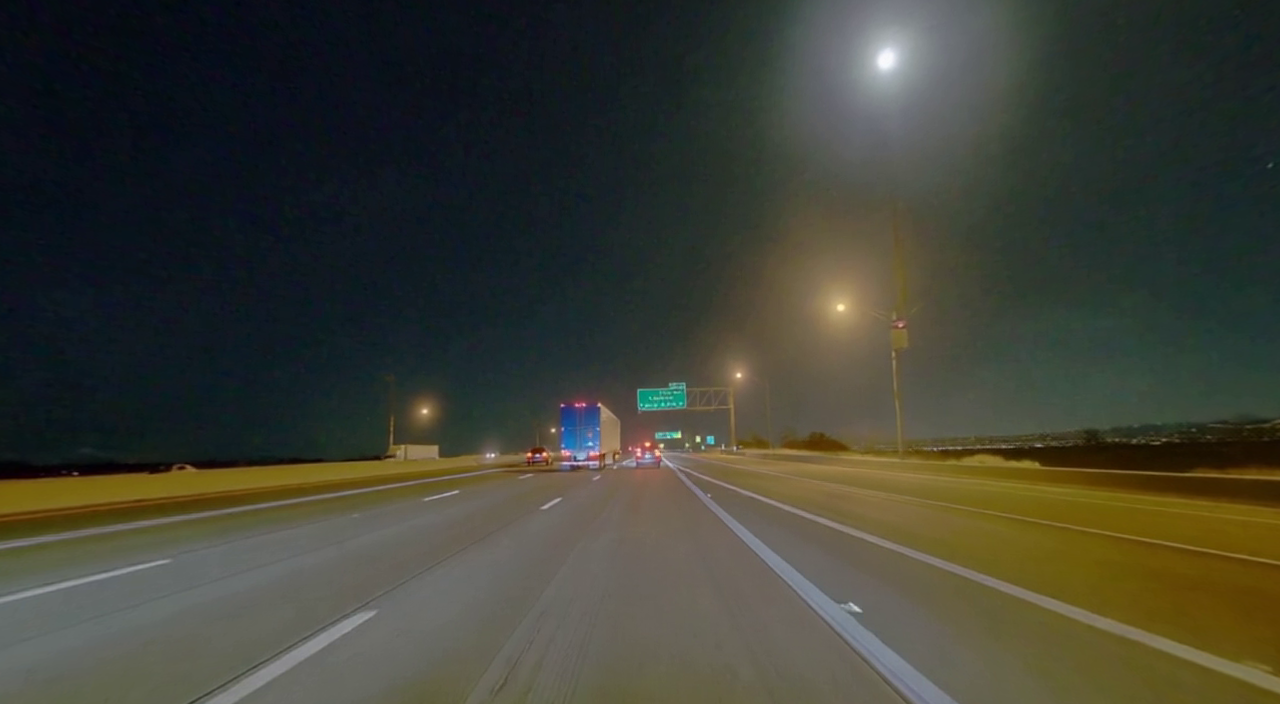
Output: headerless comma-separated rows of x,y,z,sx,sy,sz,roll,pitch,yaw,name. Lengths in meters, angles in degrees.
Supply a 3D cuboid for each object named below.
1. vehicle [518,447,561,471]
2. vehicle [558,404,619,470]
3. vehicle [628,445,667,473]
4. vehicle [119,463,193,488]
-6.764,7.265,42.945,1.996,1.495,4.671,-1,-9,2,vehicle
-3.301,6.025,43.868,3.053,3.948,11.288,-1,-9,1,vehicle
0.402,5.984,35.403,2.066,1.469,4.050,0,-9,0,vehicle
-34.983,8.935,45.668,1.835,1.566,4.344,0,-9,1,vehicle
